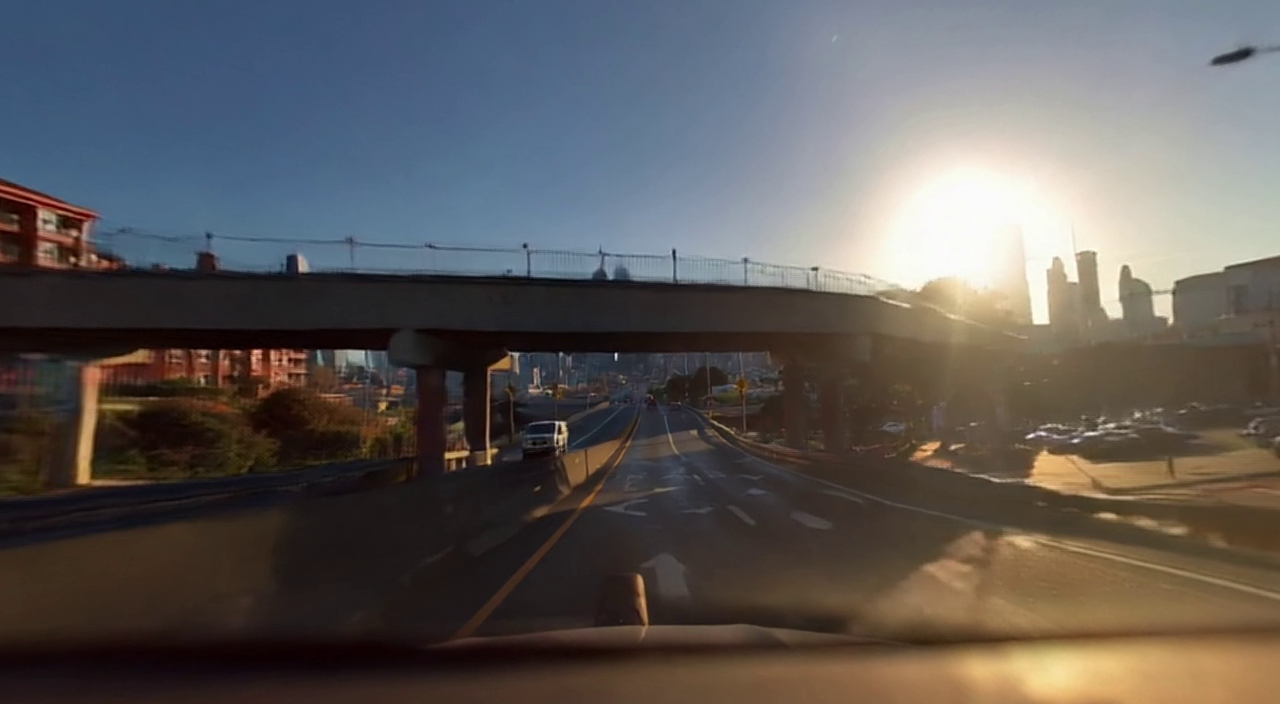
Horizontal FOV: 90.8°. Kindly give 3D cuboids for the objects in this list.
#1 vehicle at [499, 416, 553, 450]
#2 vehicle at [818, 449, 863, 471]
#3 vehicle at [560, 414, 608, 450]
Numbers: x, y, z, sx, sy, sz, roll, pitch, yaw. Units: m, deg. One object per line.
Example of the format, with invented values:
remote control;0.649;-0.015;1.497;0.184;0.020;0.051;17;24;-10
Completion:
vehicle;-6.346;4.589;35.621;2.175;1.771;4.352;1;-8;1
vehicle;14.408;7.766;45.648;1.809;1.497;3.837;0;-8;-3
vehicle;-2.982;4.404;34.598;2.109;1.848;4.338;1;-8;1
